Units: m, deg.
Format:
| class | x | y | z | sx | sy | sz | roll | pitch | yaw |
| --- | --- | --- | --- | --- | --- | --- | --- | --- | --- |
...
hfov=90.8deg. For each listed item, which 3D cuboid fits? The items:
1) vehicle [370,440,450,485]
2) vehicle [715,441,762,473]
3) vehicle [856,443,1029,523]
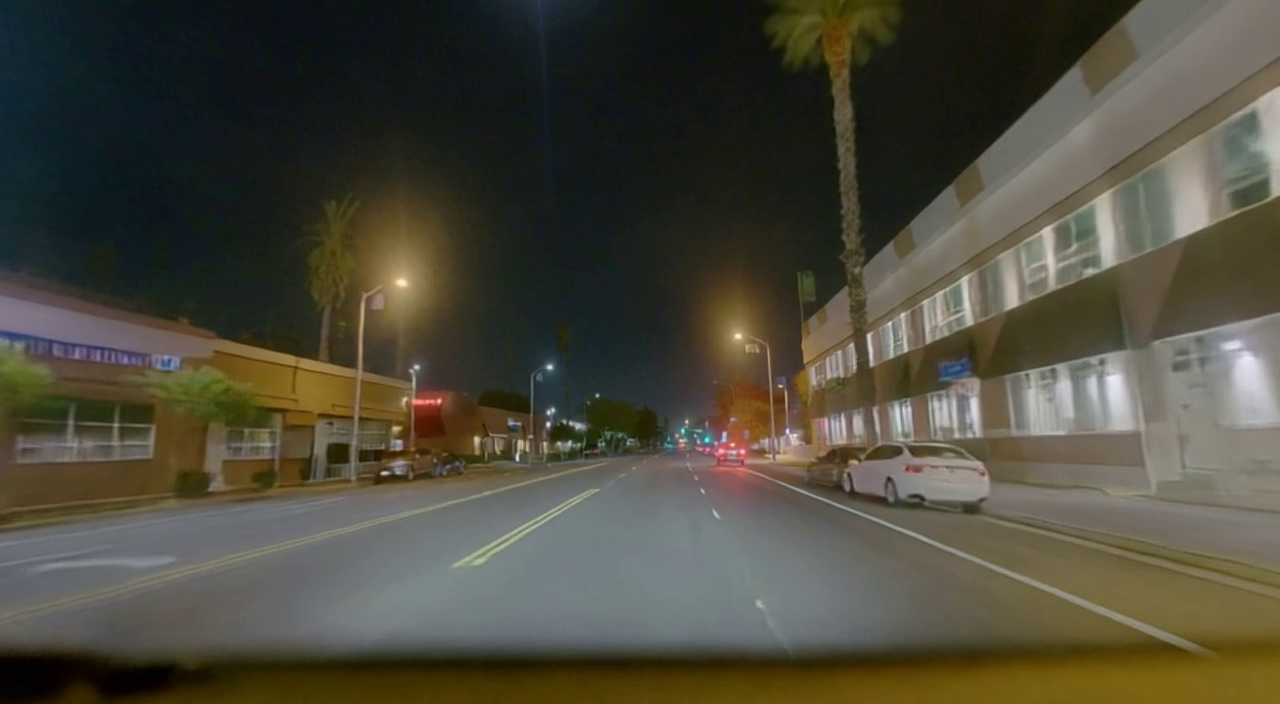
| class | x | y | z | sx | sy | sz | roll | pitch | yaw |
| --- | --- | --- | --- | --- | --- | --- | --- | --- | --- |
| vehicle | -11.441 | 5.487 | 31.915 | 1.949 | 2.026 | 5.141 | 1 | -8 | 2 |
| vehicle | 4.932 | 5.309 | 32.210 | 2.067 | 1.477 | 4.653 | -1 | -8 | 6 |
| vehicle | 6.587 | 2.847 | 14.392 | 1.834 | 1.504 | 4.331 | 0 | -8 | 1 |
